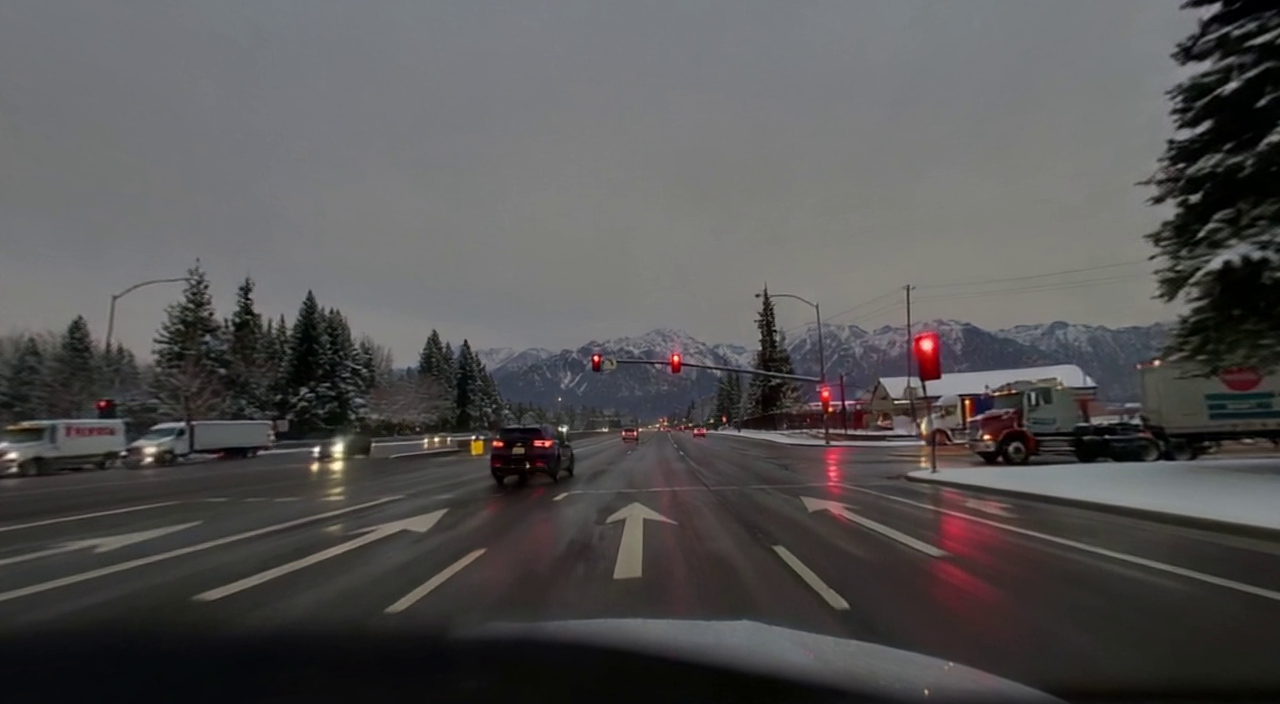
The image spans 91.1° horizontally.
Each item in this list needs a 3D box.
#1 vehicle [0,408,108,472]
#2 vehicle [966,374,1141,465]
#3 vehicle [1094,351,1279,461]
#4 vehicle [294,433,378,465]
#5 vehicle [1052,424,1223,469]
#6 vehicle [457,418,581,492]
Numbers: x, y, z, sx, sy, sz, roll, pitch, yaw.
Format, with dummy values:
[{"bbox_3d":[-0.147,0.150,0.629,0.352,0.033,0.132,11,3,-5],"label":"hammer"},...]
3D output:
[{"bbox_3d":[-40.087,5.810,41.606,3.023,3.885,6.458,-2,-8,16],"label":"vehicle"},{"bbox_3d":[18.454,3.114,28.383,5.512,3.865,3.002,0,-9,2],"label":"vehicle"},{"bbox_3d":[30.089,2.463,27.610,16.628,4.605,3.321,0,-8,7],"label":"vehicle"},{"bbox_3d":[-15.715,5.051,32.772,1.942,1.542,4.576,0,-9,2],"label":"vehicle"},{"bbox_3d":[19.208,3.680,24.414,4.769,1.638,2.091,0,-9,2],"label":"vehicle"},{"bbox_3d":[-3.061,2.755,17.063,2.287,1.712,4.537,0,-9,2],"label":"vehicle"}]
